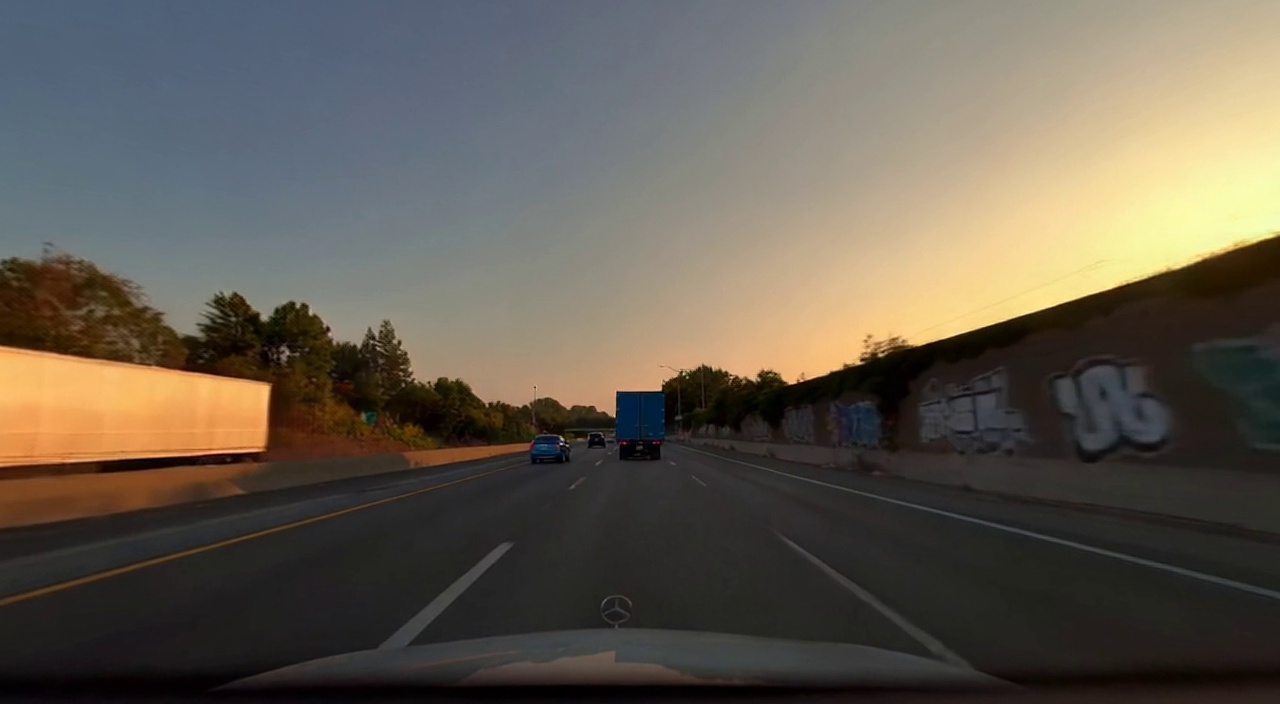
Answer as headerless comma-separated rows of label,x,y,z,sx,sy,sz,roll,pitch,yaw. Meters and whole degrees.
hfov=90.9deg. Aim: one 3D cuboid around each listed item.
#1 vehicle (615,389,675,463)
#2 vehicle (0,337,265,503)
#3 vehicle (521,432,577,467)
vehicle,0.145,4.260,35.679,2.927,3.649,9.443,0,-8,-1
vehicle,-18.111,2.178,19.336,3.166,4.222,16.648,0,-8,-1
vehicle,-4.182,4.543,29.663,1.948,1.526,4.525,0,-8,0
